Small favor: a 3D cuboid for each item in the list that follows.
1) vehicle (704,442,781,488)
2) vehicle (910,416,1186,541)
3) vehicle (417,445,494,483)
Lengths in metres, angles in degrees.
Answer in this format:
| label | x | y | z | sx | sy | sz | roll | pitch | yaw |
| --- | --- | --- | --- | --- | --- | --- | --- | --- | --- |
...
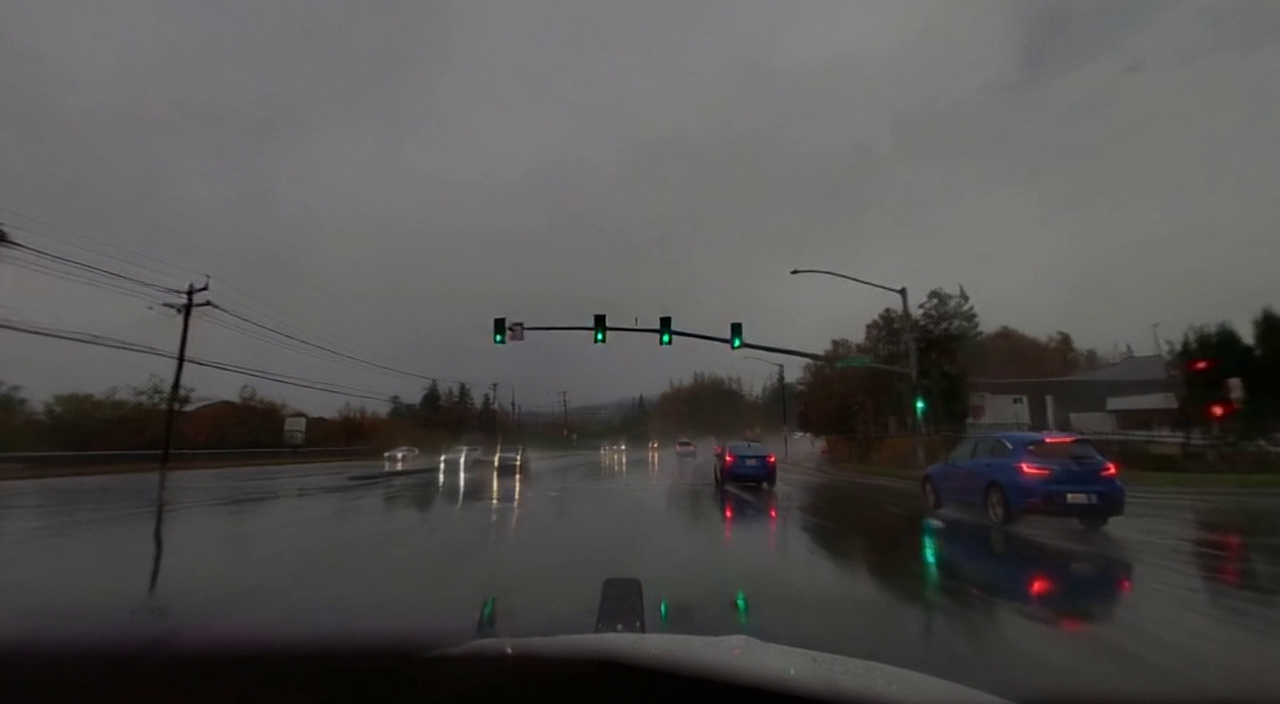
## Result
| label | x | y | z | sx | sy | sz | roll | pitch | yaw |
| --- | --- | --- | --- | --- | --- | --- | --- | --- | --- |
| vehicle | 3.473 | 3.926 | 22.319 | 2.035 | 1.460 | 4.392 | 0 | -8 | 1 |
| vehicle | 6.896 | 2.167 | 11.448 | 2.029 | 1.795 | 4.371 | 0 | -8 | 0 |
| vehicle | -8.342 | 5.065 | 29.092 | 1.933 | 1.502 | 4.946 | 0 | -8 | 2 |
